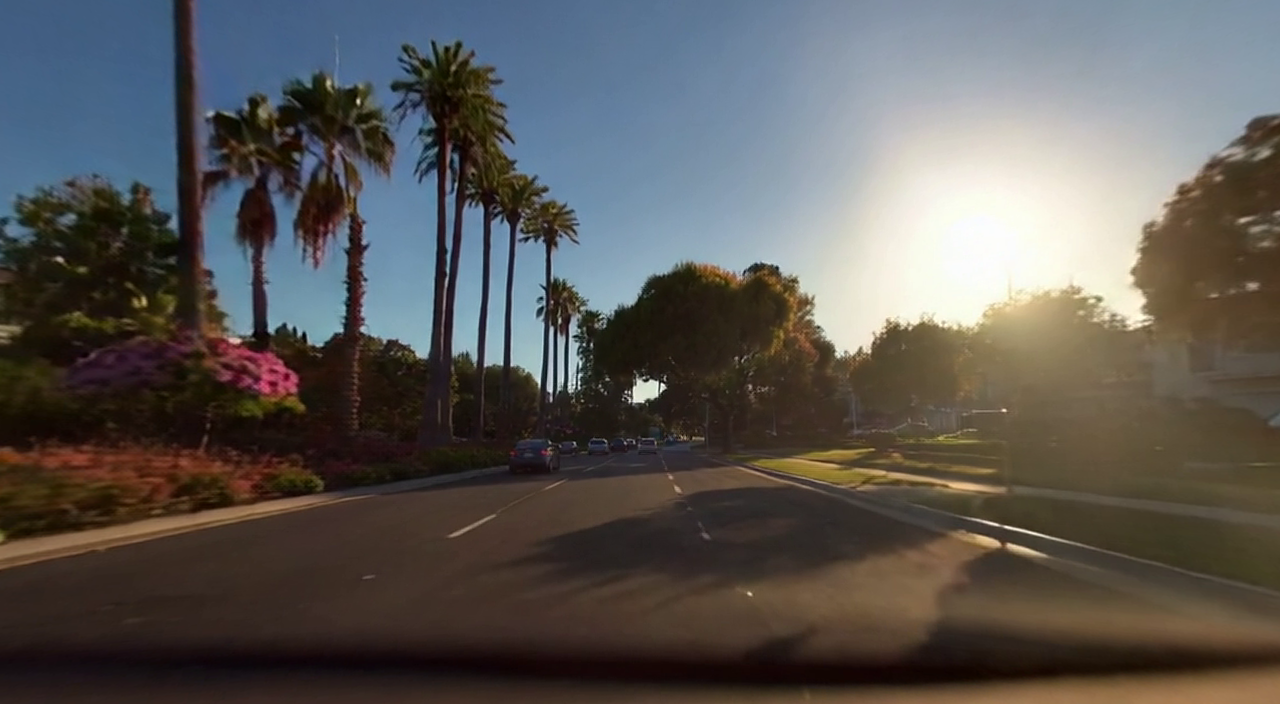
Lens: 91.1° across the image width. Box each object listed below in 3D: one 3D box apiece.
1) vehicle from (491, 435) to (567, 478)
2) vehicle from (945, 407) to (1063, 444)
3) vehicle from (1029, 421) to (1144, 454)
[{"bbox_3d":[-4.136,3.966,24.184,2.036,1.478,4.508,0,-8,1],"label":"vehicle"},{"bbox_3d":[21.211,4.339,36.749,5.458,2.044,2.299,0,-8,-2],"label":"vehicle"},{"bbox_3d":[21.562,4.124,30.459,4.168,1.489,1.768,0,-6,2],"label":"vehicle"}]
